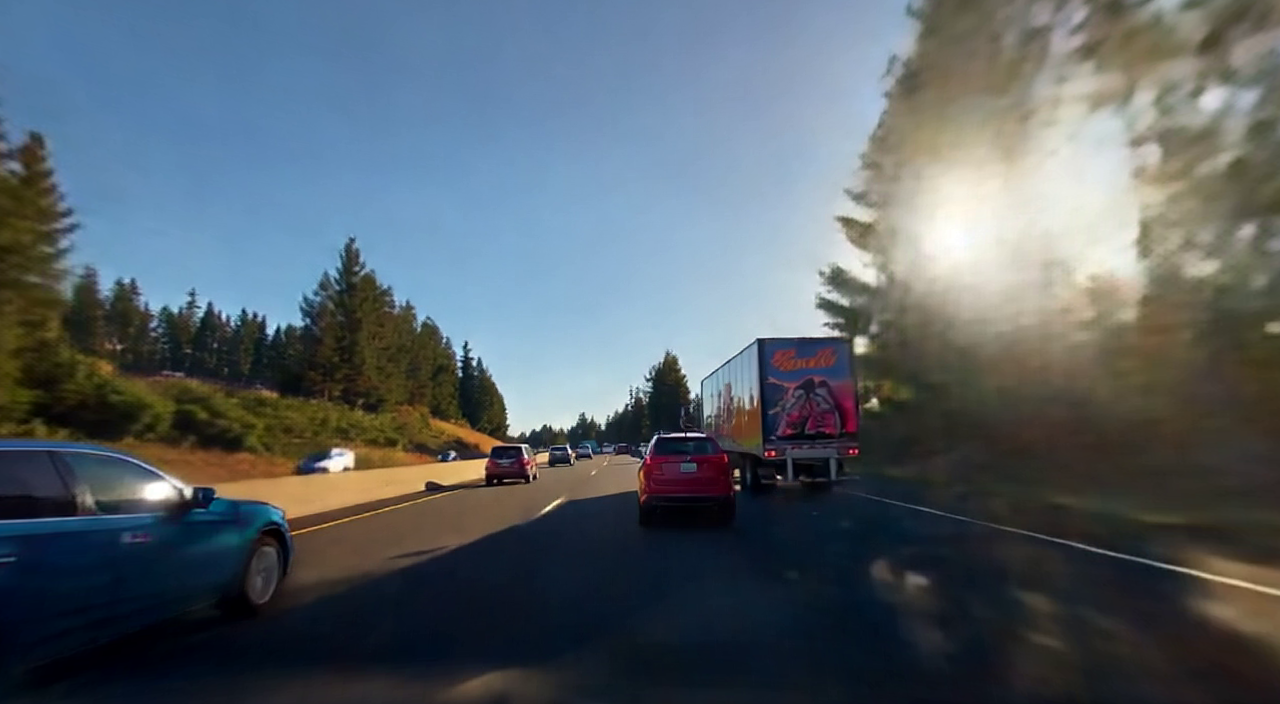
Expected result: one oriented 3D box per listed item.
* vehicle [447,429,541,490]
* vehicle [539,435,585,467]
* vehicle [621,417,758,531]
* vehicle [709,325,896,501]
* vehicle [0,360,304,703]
[{"bbox_3d":[-4.256,3.200,19.015,1.905,1.642,3.803,0,-8,0],"label":"vehicle"},{"bbox_3d":[-4.411,5.646,36.044,2.014,1.683,4.275,0,-8,1],"label":"vehicle"},{"bbox_3d":[0.699,2.065,11.163,2.017,1.662,3.543,0,-8,-1],"label":"vehicle"},{"bbox_3d":[4.526,2.397,21.768,2.828,4.081,14.220,0,-8,1],"label":"vehicle"},{"bbox_3d":[-4.038,0.932,3.364,1.983,1.666,4.452,0,-8,0],"label":"vehicle"}]
